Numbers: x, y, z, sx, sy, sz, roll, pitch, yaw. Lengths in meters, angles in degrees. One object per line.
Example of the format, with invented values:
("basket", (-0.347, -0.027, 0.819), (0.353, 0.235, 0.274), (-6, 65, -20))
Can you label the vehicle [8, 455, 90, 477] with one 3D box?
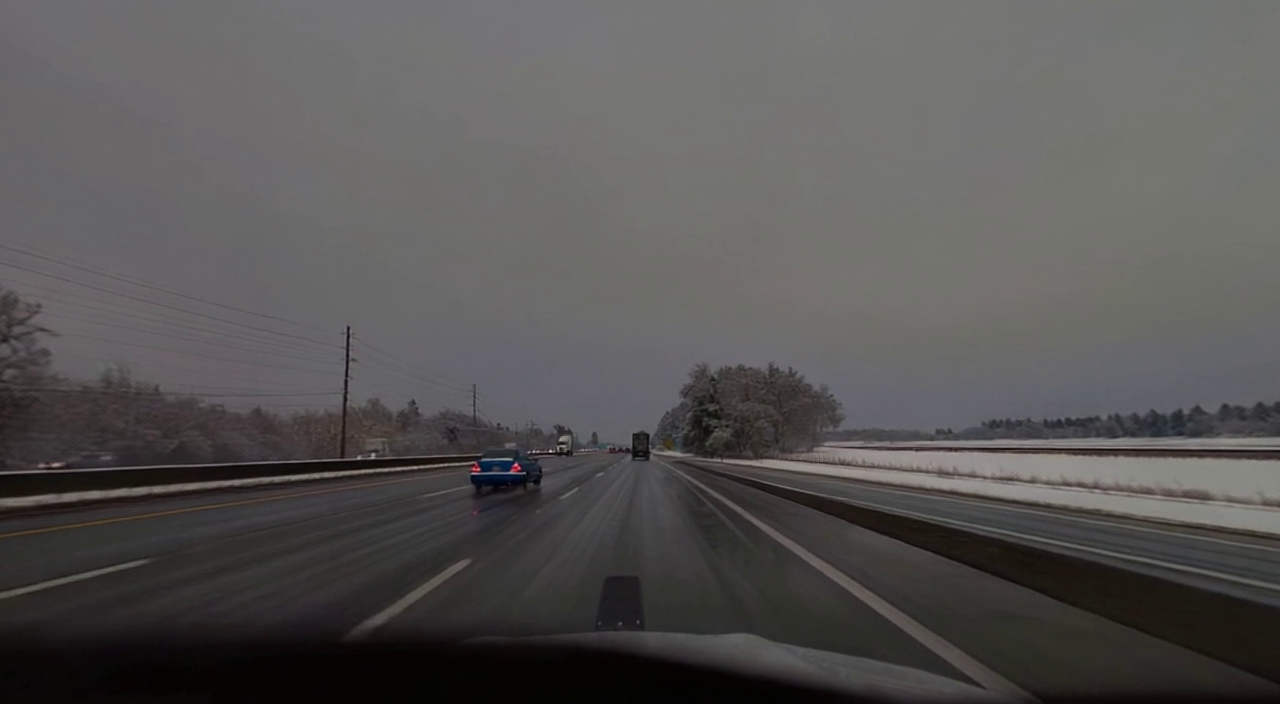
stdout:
("vehicle", (-43.404, 8.359, 46.397), (1.766, 1.493, 4.410), (0, -9, 0))

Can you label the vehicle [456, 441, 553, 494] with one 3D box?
("vehicle", (-4.248, 3.703, 20.582), (2.104, 1.501, 4.459), (0, -9, 1))
